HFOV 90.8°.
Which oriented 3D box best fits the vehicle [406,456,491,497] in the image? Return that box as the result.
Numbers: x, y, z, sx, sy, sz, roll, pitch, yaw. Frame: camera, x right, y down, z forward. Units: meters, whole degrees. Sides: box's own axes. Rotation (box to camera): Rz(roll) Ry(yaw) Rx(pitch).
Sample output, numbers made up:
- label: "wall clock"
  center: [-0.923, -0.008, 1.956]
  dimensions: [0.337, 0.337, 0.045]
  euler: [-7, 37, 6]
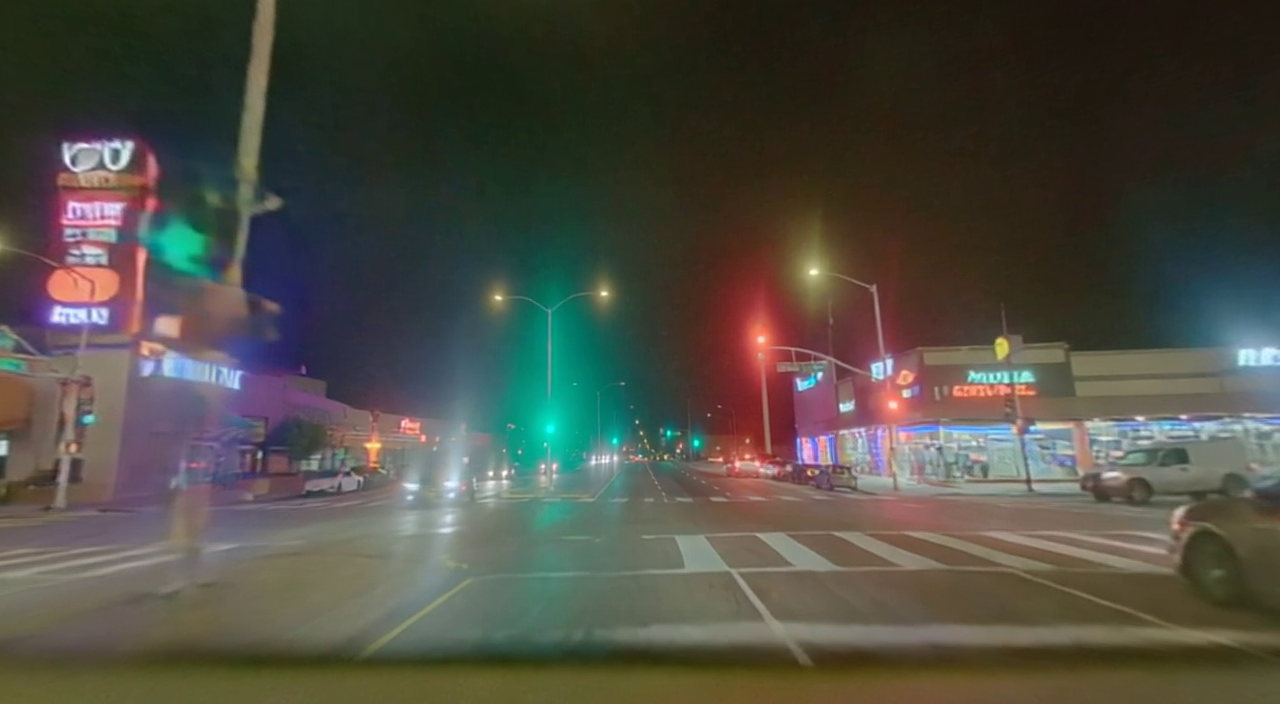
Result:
- label: "vehicle"
  center: [-8.148, 5.314, 27.333]
  dimensions: [2.225, 1.532, 4.486]
  euler: [0, -8, 1]

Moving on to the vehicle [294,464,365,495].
- label: "vehicle"
  center: [-18.146, 7.455, 37.210]
  dimensions: [1.858, 1.493, 4.721]
  euler: [0, -8, -1]

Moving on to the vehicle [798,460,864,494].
- label: "vehicle"
  center: [9.649, 6.324, 32.339]
  dimensions: [1.948, 1.483, 4.645]
  euler: [0, -8, 0]

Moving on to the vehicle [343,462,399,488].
- label: "vehicle"
  center: [-18.214, 8.334, 42.957]
  dimensions: [1.756, 1.525, 4.355]
  euler: [-1, -8, 2]

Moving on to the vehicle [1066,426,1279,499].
- label: "vehicle"
  center: [17.265, 3.443, 19.842]
  dimensions: [5.748, 2.090, 2.506]
  euler: [-1, -8, 5]
